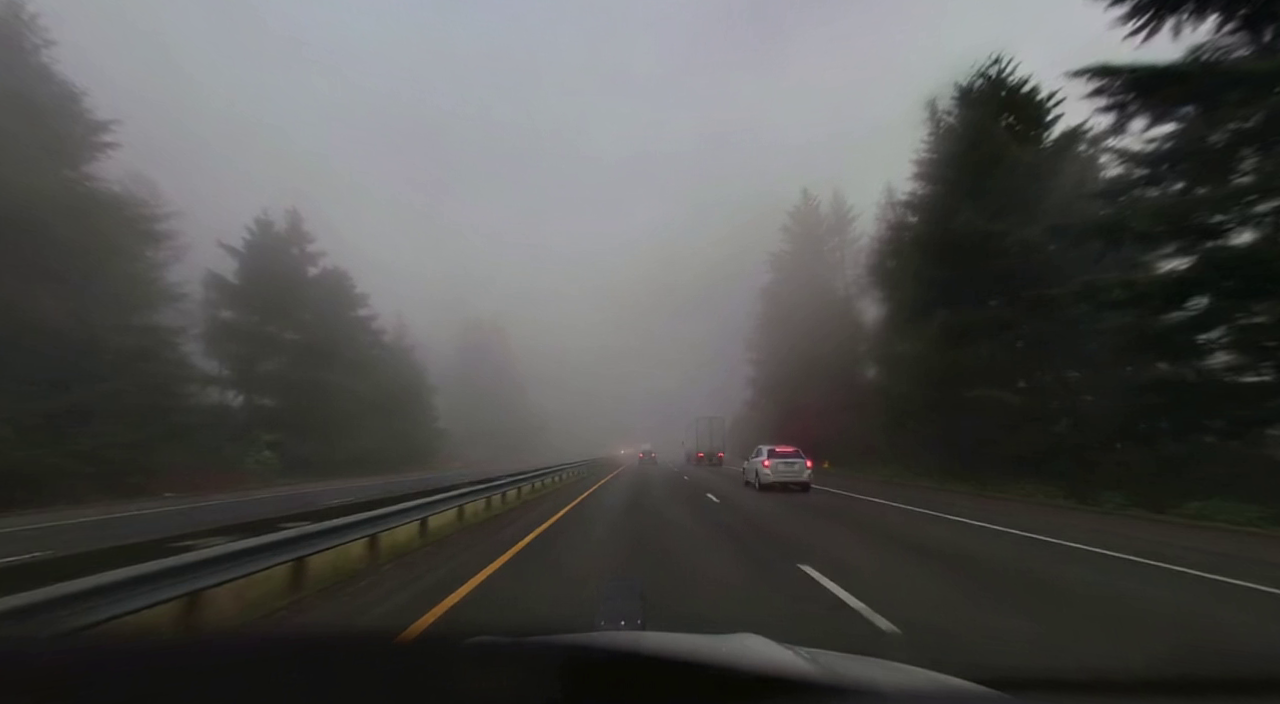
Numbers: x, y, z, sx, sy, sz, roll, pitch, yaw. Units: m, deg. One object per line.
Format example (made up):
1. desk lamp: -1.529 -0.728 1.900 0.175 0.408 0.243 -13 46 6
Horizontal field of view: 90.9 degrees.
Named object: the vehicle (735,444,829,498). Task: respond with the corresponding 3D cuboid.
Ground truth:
1. vehicle: 4.205 3.587 19.354 1.893 1.442 4.039 0 -9 -1
